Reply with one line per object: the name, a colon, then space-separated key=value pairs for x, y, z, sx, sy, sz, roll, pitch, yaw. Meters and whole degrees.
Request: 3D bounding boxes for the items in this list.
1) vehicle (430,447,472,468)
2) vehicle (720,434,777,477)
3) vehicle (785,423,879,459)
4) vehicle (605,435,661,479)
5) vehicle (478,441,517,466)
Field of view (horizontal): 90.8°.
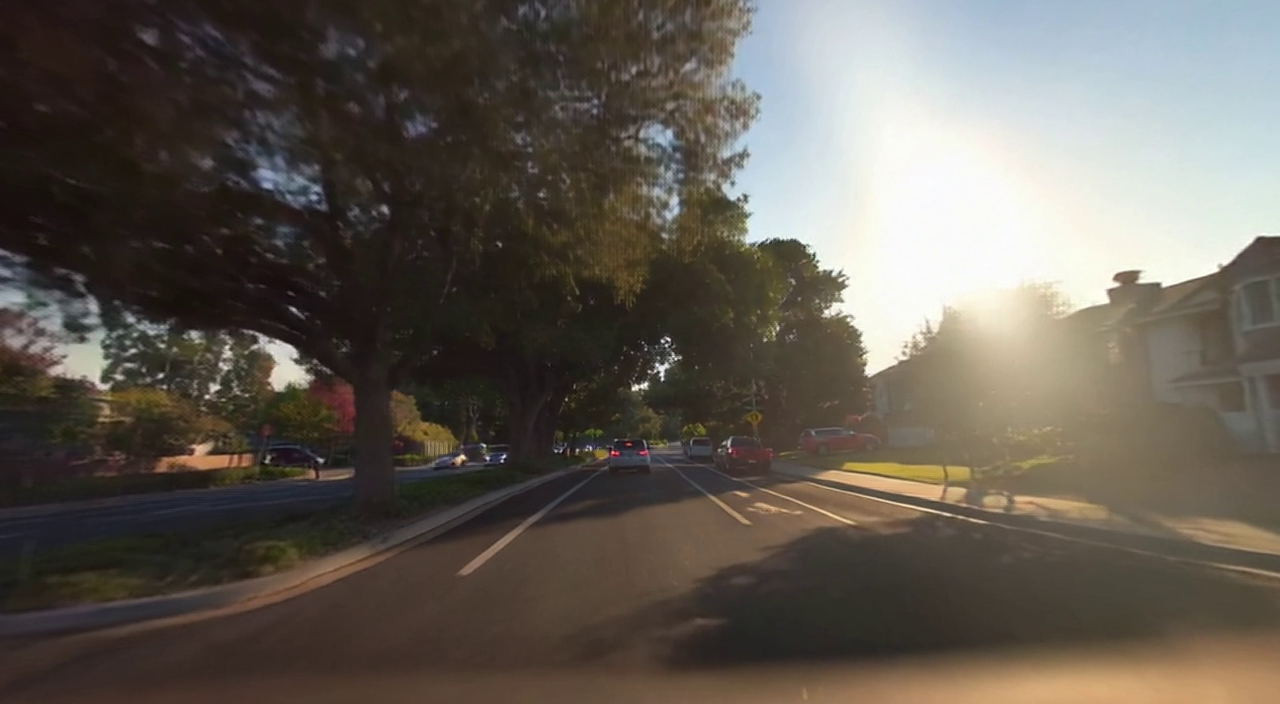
vehicle: x=-14.764 y=8.273 z=49.667 sx=1.840 sy=1.450 sz=4.521 roll=0 pitch=-8 yaw=1
vehicle: x=4.853 y=4.663 z=28.956 sx=2.045 sy=1.776 sz=4.851 roll=0 pitch=-8 yaw=4
vehicle: x=11.557 y=5.399 z=38.288 sx=4.919 sy=1.886 sz=2.086 roll=-3 pitch=-9 yaw=2
vehicle: x=-0.242 y=4.257 z=25.893 sx=2.106 sy=1.655 sz=3.717 roll=0 pitch=-8 yaw=1
vehicle: x=-10.733 y=7.652 z=47.919 sx=2.028 sy=1.759 sz=4.360 roll=0 pitch=-8 yaw=-1
